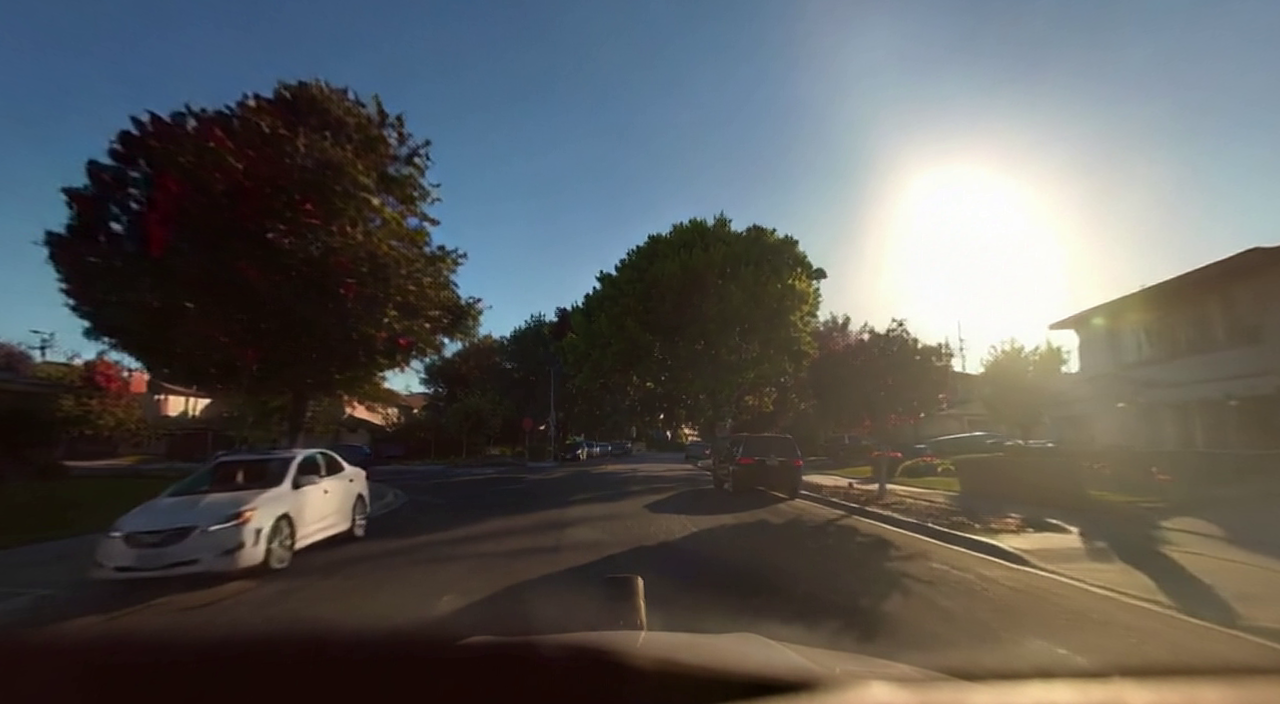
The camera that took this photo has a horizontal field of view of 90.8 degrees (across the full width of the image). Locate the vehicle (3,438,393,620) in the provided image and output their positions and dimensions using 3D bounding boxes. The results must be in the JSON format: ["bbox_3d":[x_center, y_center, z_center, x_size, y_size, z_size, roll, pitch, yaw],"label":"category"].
[{"bbox_3d":[-4.788,1.866,7.934,1.981,1.463,4.631,0,-7,-6],"label":"vehicle"}]

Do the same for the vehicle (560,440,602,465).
[{"bbox_3d":[-4.586,7.837,49.517,2.041,1.762,4.508,-3,-8,11],"label":"vehicle"}]

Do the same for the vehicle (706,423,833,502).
[{"bbox_3d":[3.270,2.937,17.157,2.228,1.813,4.901,0,-9,-2],"label":"vehicle"}]

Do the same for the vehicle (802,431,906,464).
[{"bbox_3d":[11.247,5.055,33.409,4.781,1.700,1.914,1,-9,-4],"label":"vehicle"}]
